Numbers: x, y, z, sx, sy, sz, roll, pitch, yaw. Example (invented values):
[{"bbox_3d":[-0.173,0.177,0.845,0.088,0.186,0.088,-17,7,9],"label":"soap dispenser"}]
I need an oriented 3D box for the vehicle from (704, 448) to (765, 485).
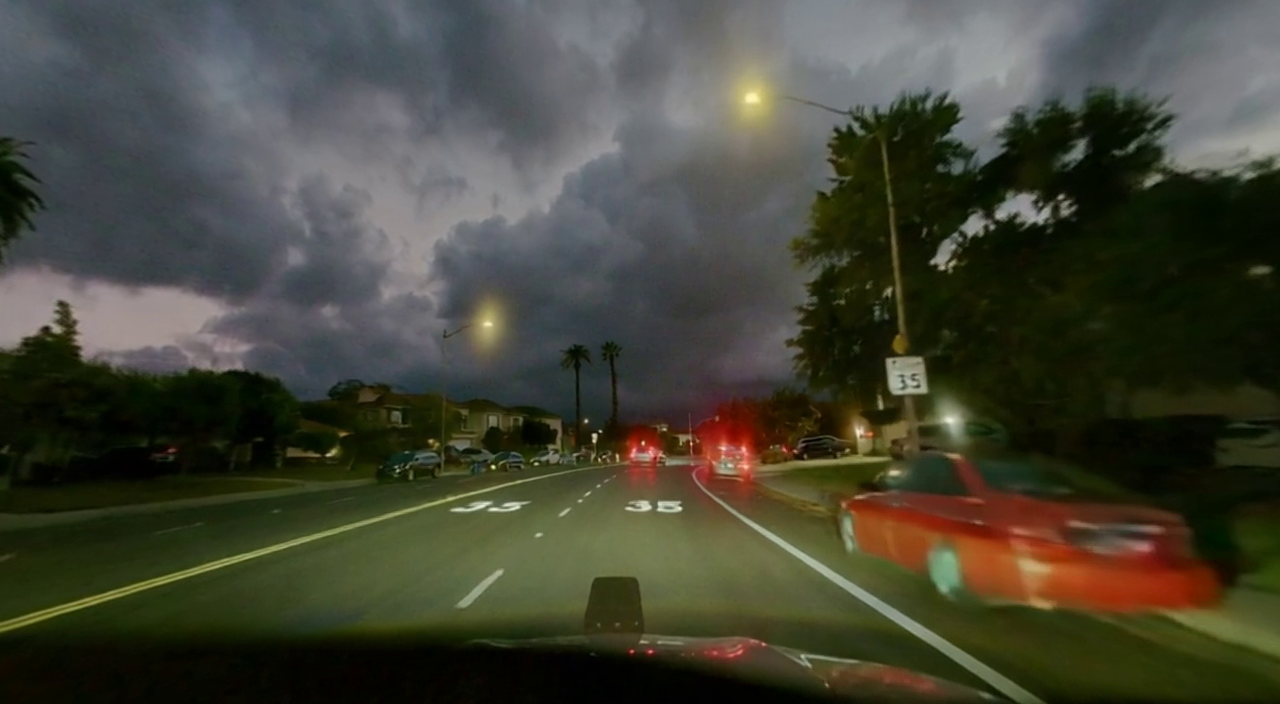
[{"bbox_3d":[3.900,4.800,26.805,2.037,1.425,4.621,0,-9,2],"label":"vehicle"}]

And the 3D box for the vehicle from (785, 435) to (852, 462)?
[{"bbox_3d":[13.245,7.211,47.016,4.557,1.795,1.986,-5,-10,16],"label":"vehicle"}]

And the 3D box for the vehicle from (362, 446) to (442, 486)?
[{"bbox_3d":[-12.897,6.227,34.689,2.131,1.902,4.924,-3,-10,5],"label":"vehicle"}]

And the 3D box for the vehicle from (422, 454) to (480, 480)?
[{"bbox_3d":[-12.162,7.415,40.996,1.866,1.501,4.681,-1,-9,7],"label":"vehicle"}]

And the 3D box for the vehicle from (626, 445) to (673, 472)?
[{"bbox_3d":[0.624,6.212,36.920,2.035,1.474,4.284,-2,-9,10],"label":"vehicle"}]

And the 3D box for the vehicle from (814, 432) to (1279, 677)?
[{"bbox_3d":[3.567,1.608,6.338,2.025,1.456,4.865,0,-9,-3],"label":"vehicle"}]
